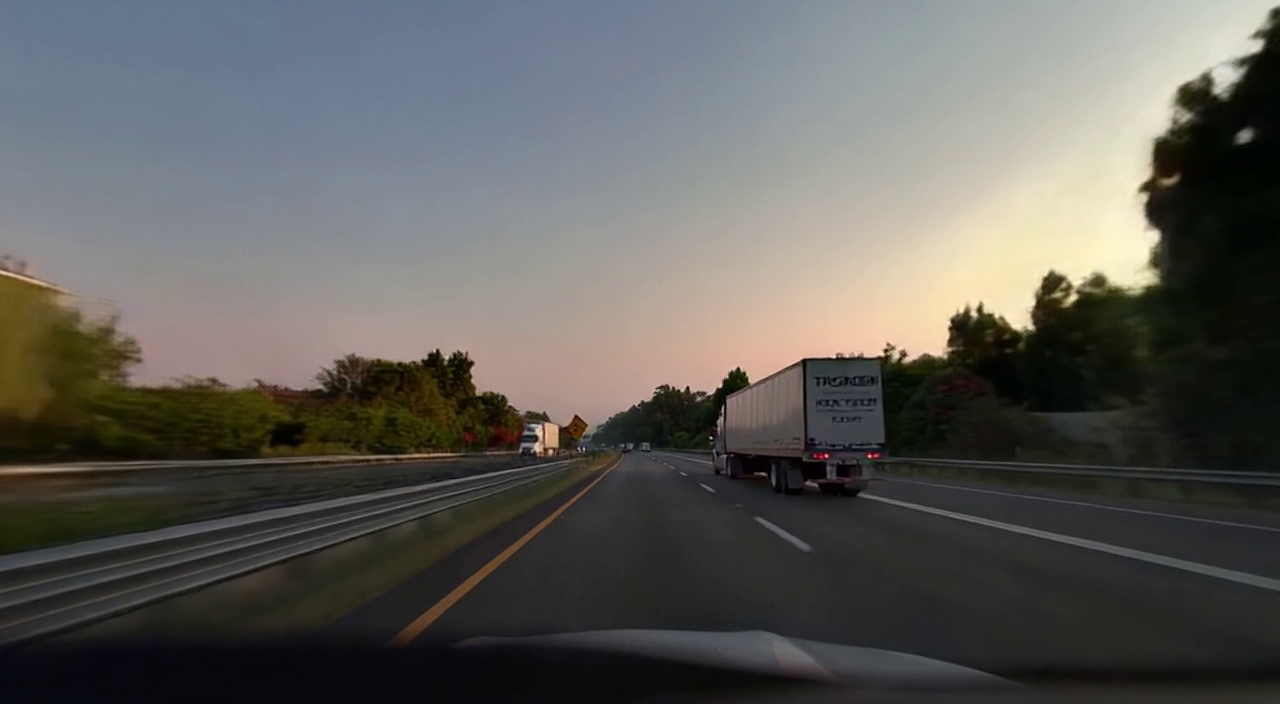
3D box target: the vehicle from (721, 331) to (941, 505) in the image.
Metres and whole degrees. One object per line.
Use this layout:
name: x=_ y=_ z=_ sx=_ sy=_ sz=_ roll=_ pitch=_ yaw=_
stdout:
vehicle: x=5.310 y=2.623 z=21.807 sx=2.983 sy=4.030 sz=14.444 roll=0 pitch=-9 yaw=-1
